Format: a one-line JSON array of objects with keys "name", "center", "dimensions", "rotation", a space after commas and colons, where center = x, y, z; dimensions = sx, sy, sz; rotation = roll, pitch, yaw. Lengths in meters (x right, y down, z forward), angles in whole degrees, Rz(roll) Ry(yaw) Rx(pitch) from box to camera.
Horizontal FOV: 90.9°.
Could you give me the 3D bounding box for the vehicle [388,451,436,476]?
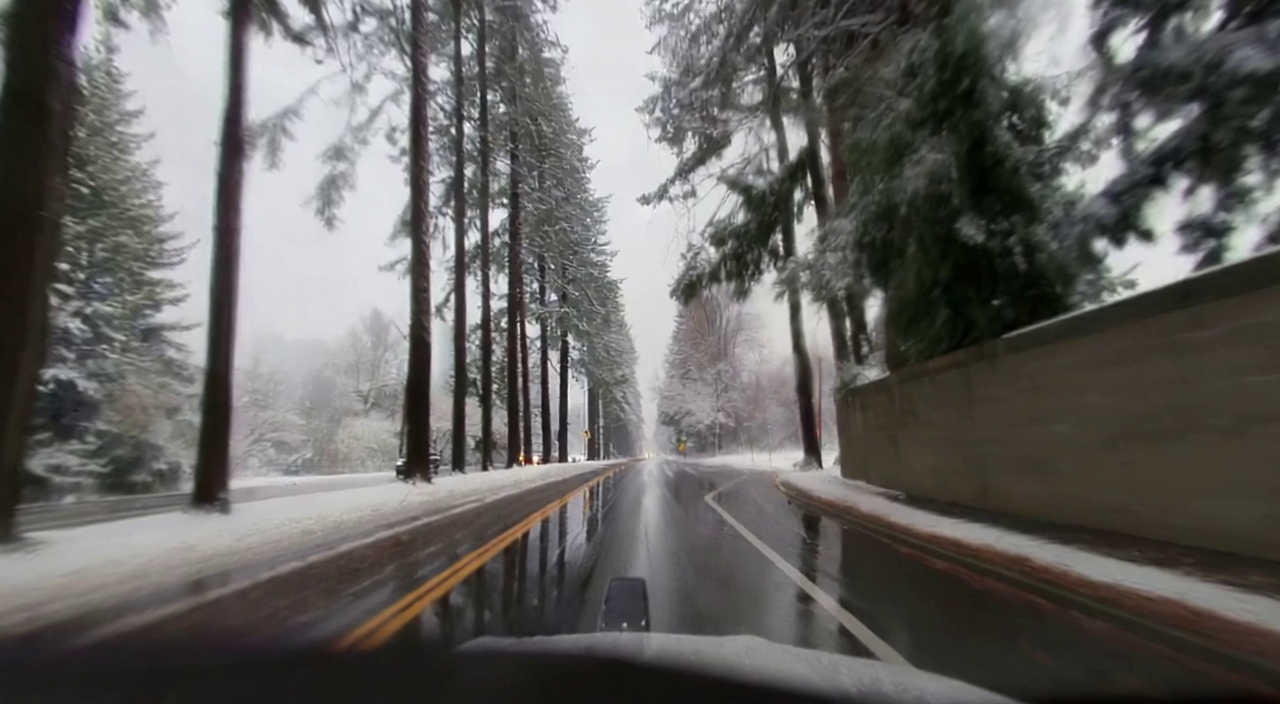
[{"name": "vehicle", "center": [-17.799, 8.689, 49.472], "dimensions": [1.975, 1.815, 4.629], "rotation": [0, -8, 1]}]
